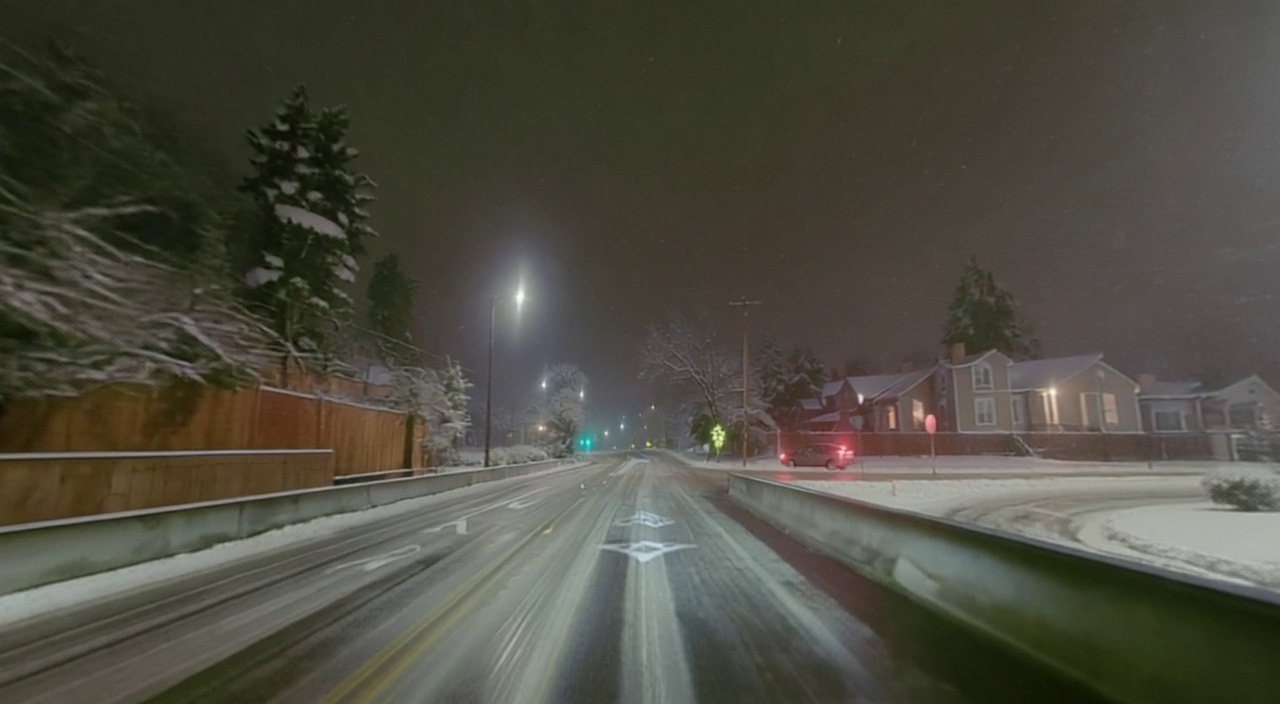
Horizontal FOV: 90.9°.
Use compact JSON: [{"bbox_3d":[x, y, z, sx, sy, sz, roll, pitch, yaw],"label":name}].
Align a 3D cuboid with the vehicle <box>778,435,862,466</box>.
[{"bbox_3d":[10.982,6.059,38.789,4.614,1.764,1.860,-2,-8,6],"label":"vehicle"}]
